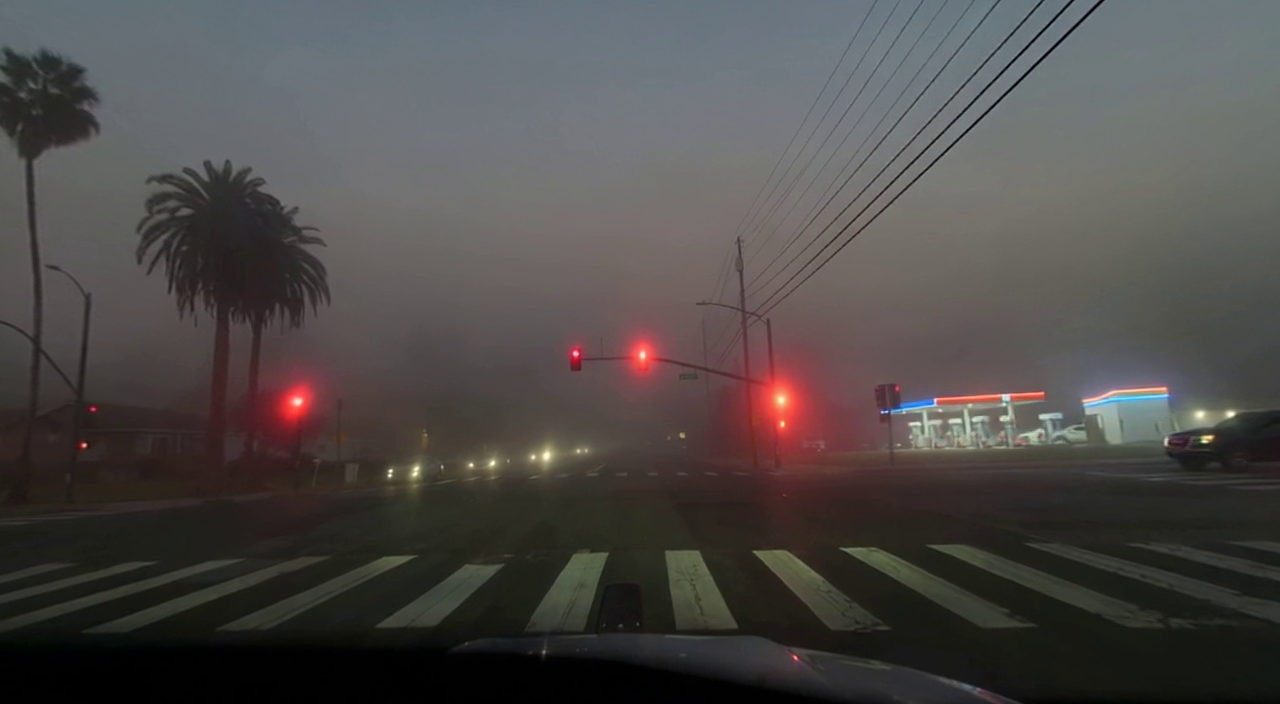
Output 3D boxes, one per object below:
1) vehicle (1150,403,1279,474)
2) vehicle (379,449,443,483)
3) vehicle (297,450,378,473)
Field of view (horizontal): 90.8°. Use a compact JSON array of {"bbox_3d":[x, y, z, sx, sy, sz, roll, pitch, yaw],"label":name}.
[{"bbox_3d":[17.509,2.407,17.539,5.086,1.817,1.952,0,-9,-5],"label":"vehicle"},{"bbox_3d":[-13.031,6.473,36.252,2.009,1.777,4.559,0,-9,-1],"label":"vehicle"},{"bbox_3d":[-20.922,7.586,43.863,4.672,1.469,1.816,0,-9,-2],"label":"vehicle"}]
